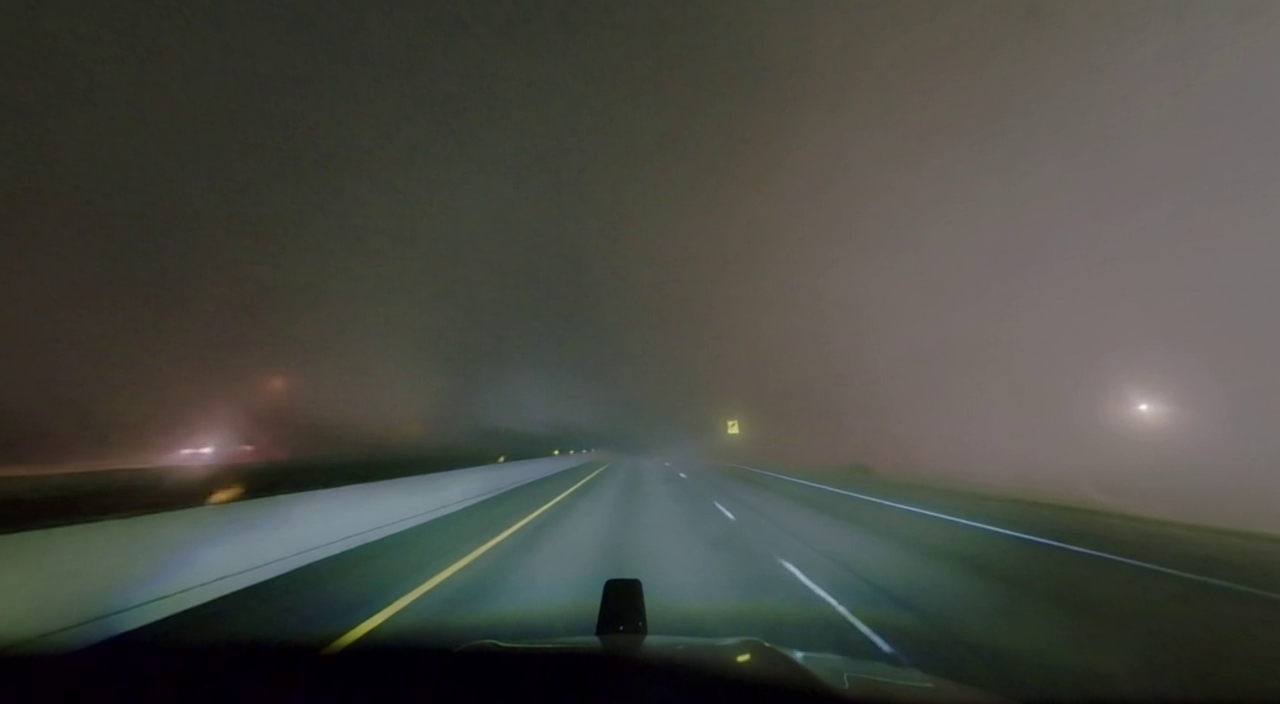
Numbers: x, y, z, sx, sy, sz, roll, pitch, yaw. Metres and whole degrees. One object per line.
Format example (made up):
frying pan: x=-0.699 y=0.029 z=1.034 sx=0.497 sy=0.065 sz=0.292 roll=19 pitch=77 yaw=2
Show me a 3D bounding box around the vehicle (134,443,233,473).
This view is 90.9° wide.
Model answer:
vehicle: x=-29.254 y=6.791 z=40.721 sx=2.159 sy=1.797 sz=5.610 roll=0 pitch=-8 yaw=1
